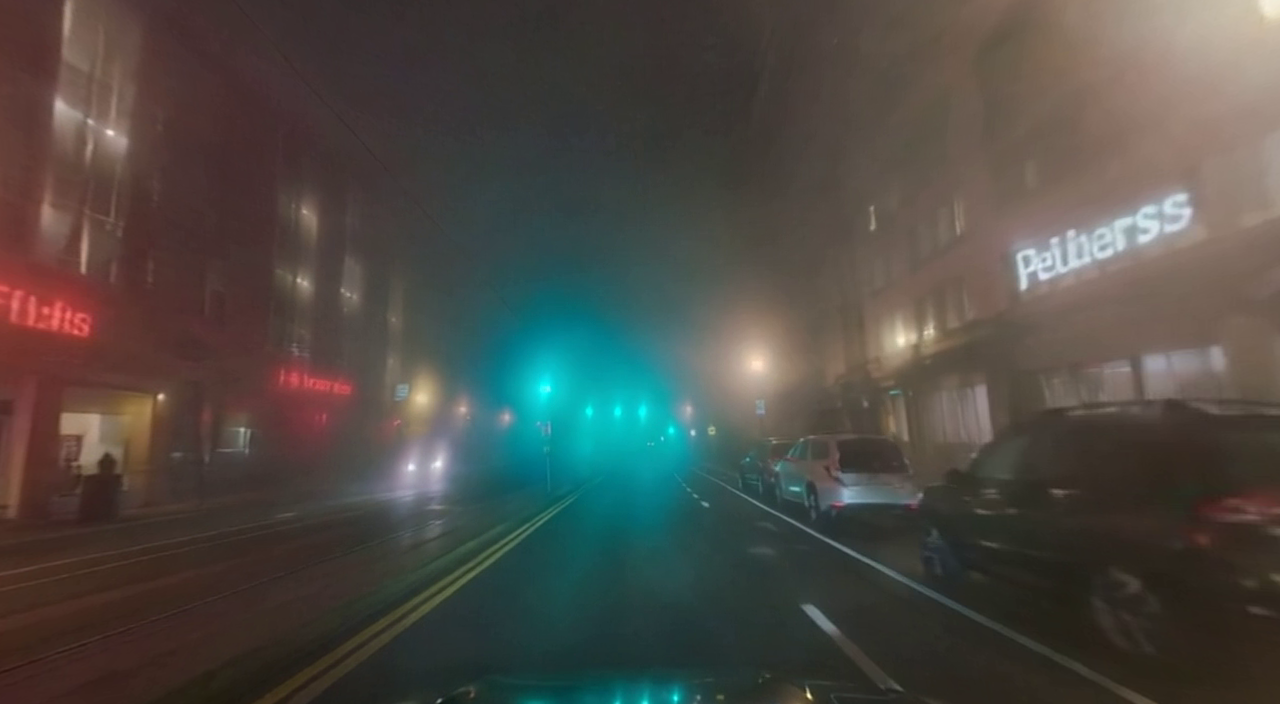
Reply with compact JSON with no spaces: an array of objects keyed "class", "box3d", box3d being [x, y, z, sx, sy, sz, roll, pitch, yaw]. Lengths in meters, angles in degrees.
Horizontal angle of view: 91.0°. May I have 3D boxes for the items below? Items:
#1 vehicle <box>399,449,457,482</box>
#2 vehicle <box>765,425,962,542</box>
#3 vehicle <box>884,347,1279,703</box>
[{"class":"vehicle","box3d":[-10.185,5.438,30.452,1.877,1.430,3.712,1,-8,-7]},{"class":"vehicle","box3d":[3.522,2.136,10.873,1.903,1.596,4.144,-1,-8,1]},{"class":"vehicle","box3d":[3.638,1.107,4.594,1.941,1.671,4.264,-1,-8,0]}]
